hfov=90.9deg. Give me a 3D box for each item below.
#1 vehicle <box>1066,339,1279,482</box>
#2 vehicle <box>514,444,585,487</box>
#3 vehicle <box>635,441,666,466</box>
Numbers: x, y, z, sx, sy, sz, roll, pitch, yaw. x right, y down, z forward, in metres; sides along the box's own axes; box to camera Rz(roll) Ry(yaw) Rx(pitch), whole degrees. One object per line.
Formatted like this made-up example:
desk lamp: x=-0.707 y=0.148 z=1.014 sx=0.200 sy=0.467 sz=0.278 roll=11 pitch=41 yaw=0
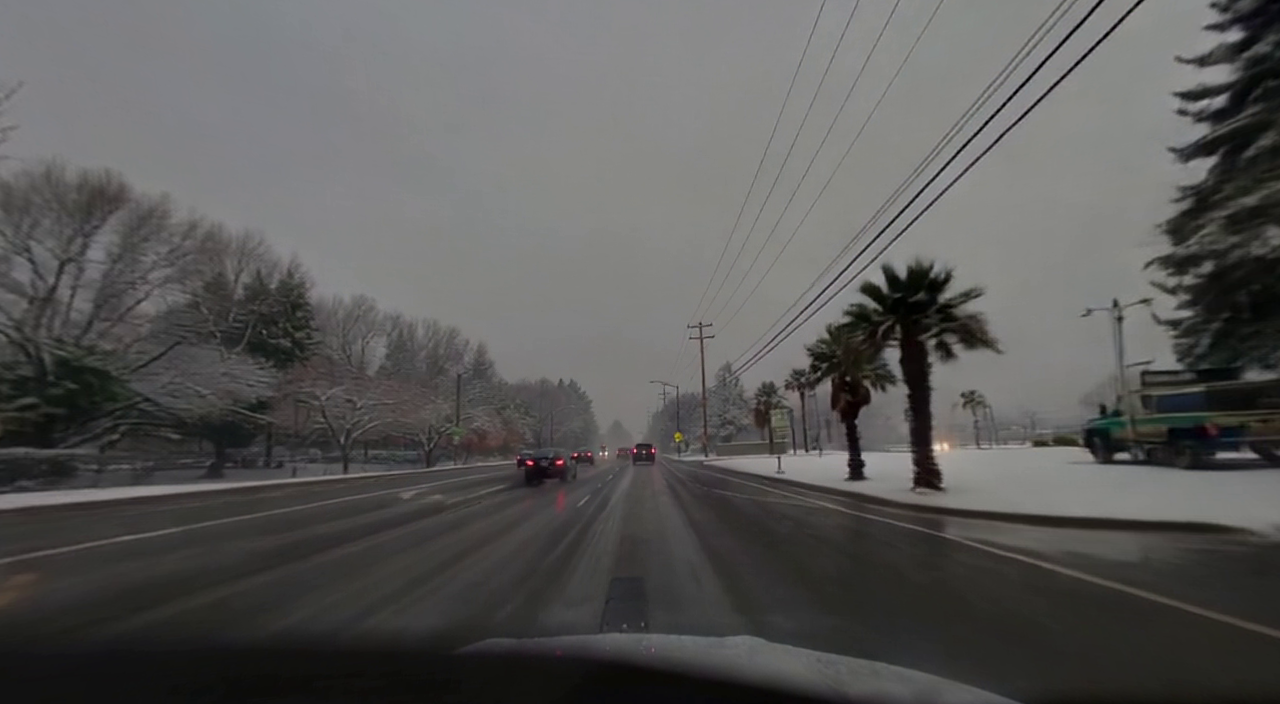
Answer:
vehicle: x=19.729 y=2.027 z=22.204 sx=2.923 sy=4.081 sz=8.860 roll=-2 pitch=-6 yaw=-1
vehicle: x=-3.295 y=4.219 z=23.724 sx=1.982 sy=1.451 sz=4.152 roll=0 pitch=-9 yaw=1
vehicle: x=0.748 y=7.398 z=46.042 sx=2.155 sy=1.781 sz=3.977 roll=0 pitch=-9 yaw=0
